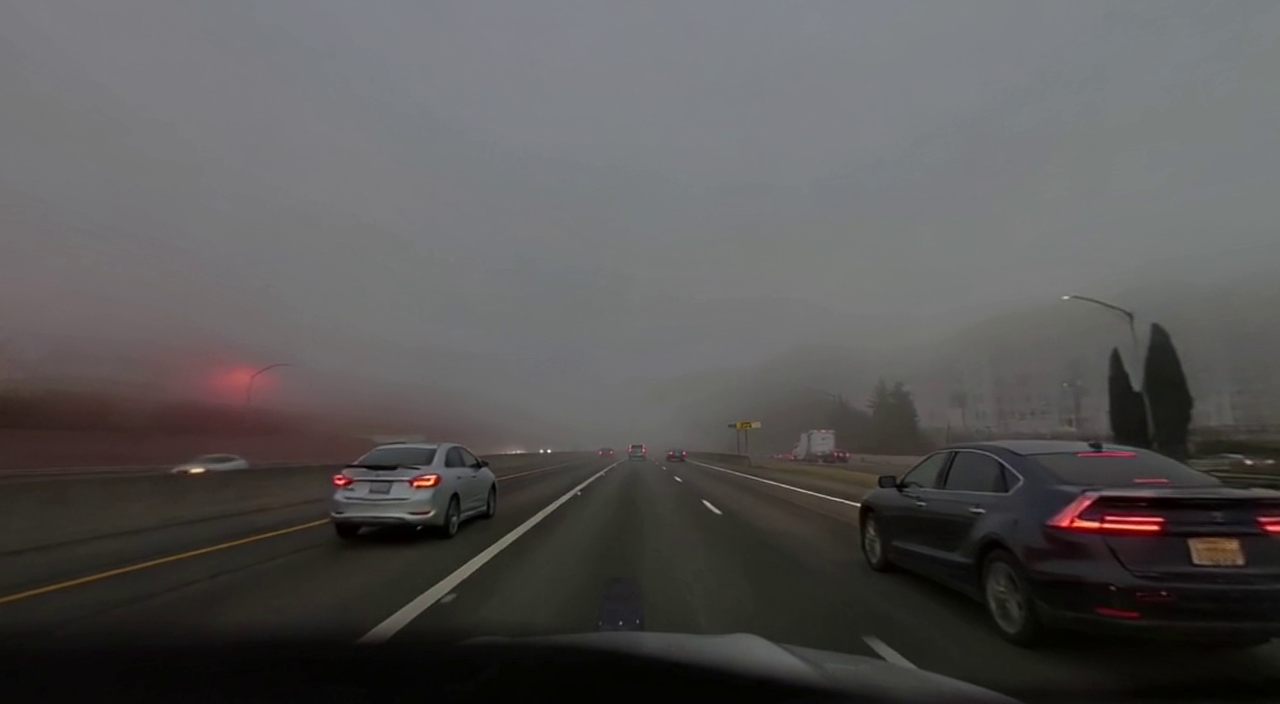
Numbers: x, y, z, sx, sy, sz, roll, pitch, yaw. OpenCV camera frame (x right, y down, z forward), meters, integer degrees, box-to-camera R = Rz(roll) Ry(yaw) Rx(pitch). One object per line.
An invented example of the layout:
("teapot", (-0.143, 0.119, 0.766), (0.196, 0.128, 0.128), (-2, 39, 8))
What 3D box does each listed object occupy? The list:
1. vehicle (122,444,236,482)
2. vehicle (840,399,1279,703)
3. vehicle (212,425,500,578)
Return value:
("vehicle", (-22.961, 5.512, 31.773), (1.881, 1.719, 5.096), (0, -9, -1))
("vehicle", (3.399, 1.314, 5.209), (1.987, 1.509, 4.512), (0, -9, 0))
("vehicle", (-3.393, 1.863, 8.714), (1.879, 1.526, 4.483), (0, -9, 0))
